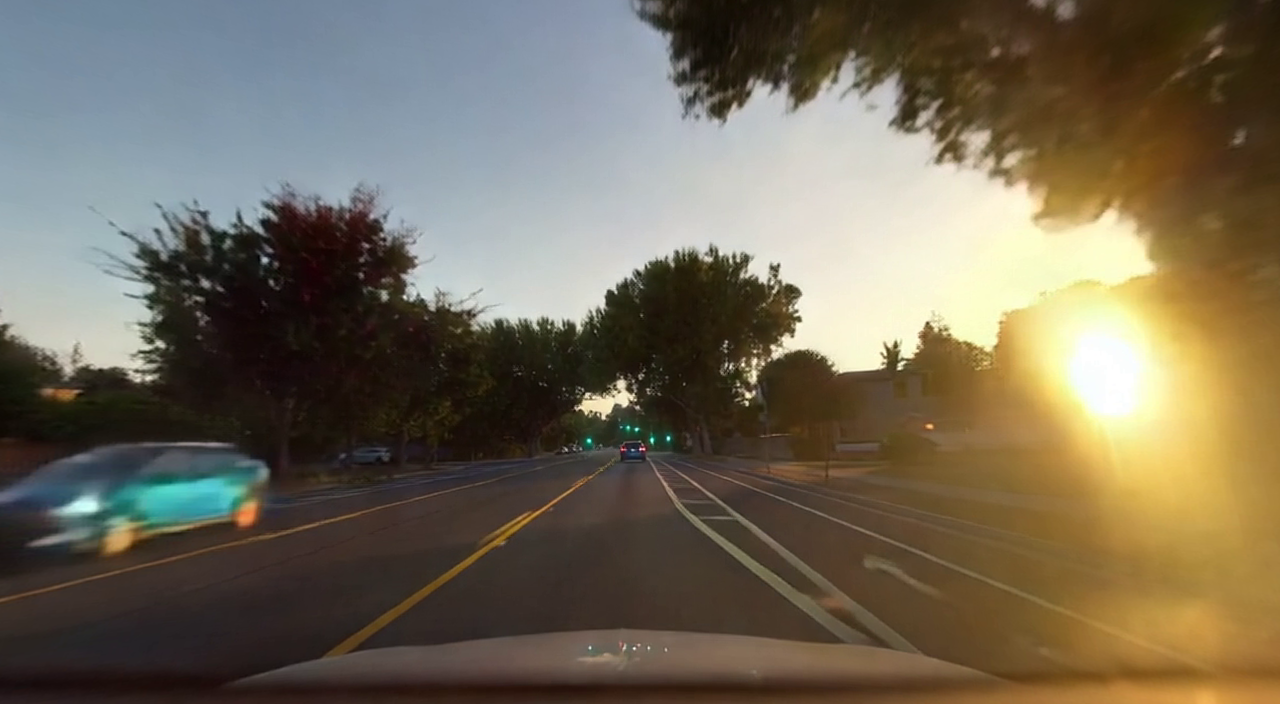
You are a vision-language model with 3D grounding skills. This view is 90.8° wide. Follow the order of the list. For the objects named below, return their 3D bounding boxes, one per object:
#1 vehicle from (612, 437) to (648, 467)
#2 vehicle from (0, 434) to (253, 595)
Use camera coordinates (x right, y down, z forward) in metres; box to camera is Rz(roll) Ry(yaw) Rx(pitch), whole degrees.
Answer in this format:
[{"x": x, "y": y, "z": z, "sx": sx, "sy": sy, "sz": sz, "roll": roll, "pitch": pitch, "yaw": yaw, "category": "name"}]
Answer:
[{"x": -0.683, "y": 6.510, "z": 41.421, "sx": 2.230, "sy": 1.827, "sz": 4.298, "roll": 0, "pitch": -8, "yaw": -1, "category": "vehicle"}, {"x": -7.253, "y": 1.889, "z": 8.223, "sx": 1.967, "sy": 1.571, "sz": 3.853, "roll": 0, "pitch": -8, "yaw": 0, "category": "vehicle"}]
